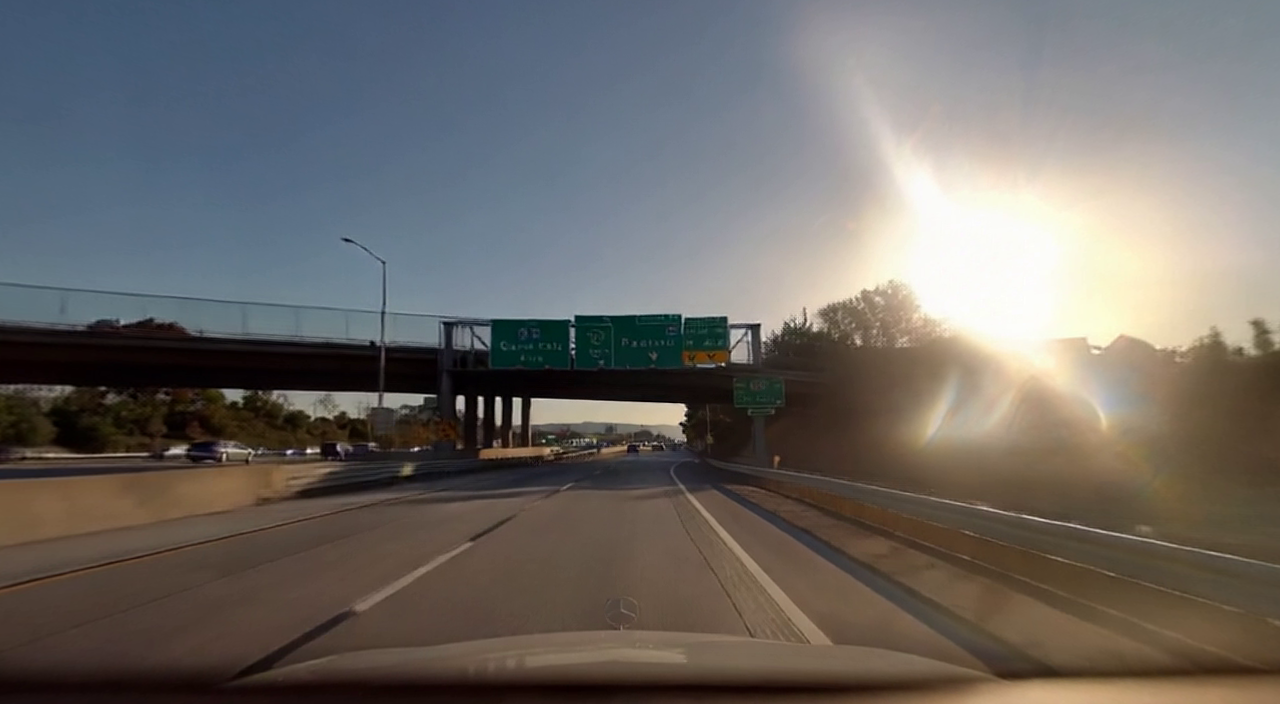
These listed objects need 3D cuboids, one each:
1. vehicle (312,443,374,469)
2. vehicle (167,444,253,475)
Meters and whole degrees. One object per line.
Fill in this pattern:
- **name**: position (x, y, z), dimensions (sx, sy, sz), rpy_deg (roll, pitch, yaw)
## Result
- **vehicle**: position (-18.753, 6.594, 40.126), dimensions (2.271, 1.537, 4.029), rpy_deg (1, -9, -6)
- **vehicle**: position (-22.971, 5.714, 33.964), dimensions (1.829, 1.520, 4.505), rpy_deg (1, -9, -6)
